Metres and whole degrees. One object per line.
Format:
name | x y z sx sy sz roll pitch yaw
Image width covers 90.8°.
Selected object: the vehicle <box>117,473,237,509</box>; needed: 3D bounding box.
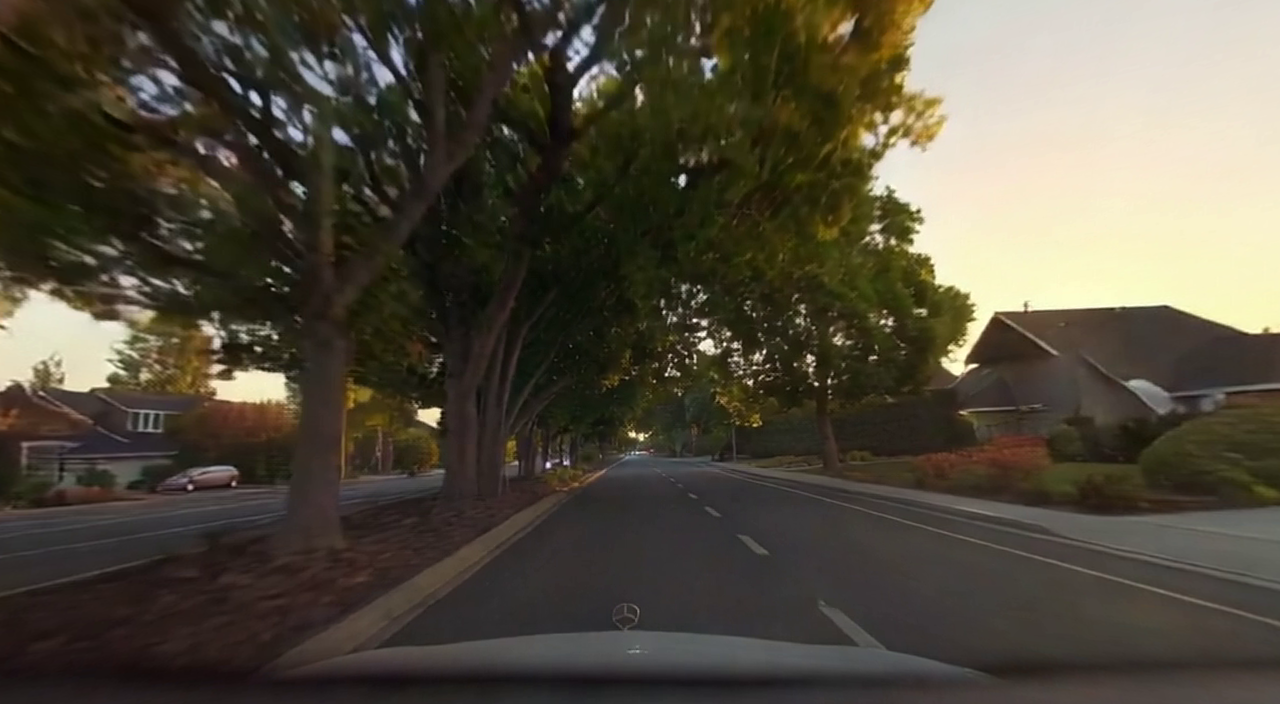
vehicle | -26.304 7.911 36.027 5.040 1.748 2.186 -1 -9 -1
